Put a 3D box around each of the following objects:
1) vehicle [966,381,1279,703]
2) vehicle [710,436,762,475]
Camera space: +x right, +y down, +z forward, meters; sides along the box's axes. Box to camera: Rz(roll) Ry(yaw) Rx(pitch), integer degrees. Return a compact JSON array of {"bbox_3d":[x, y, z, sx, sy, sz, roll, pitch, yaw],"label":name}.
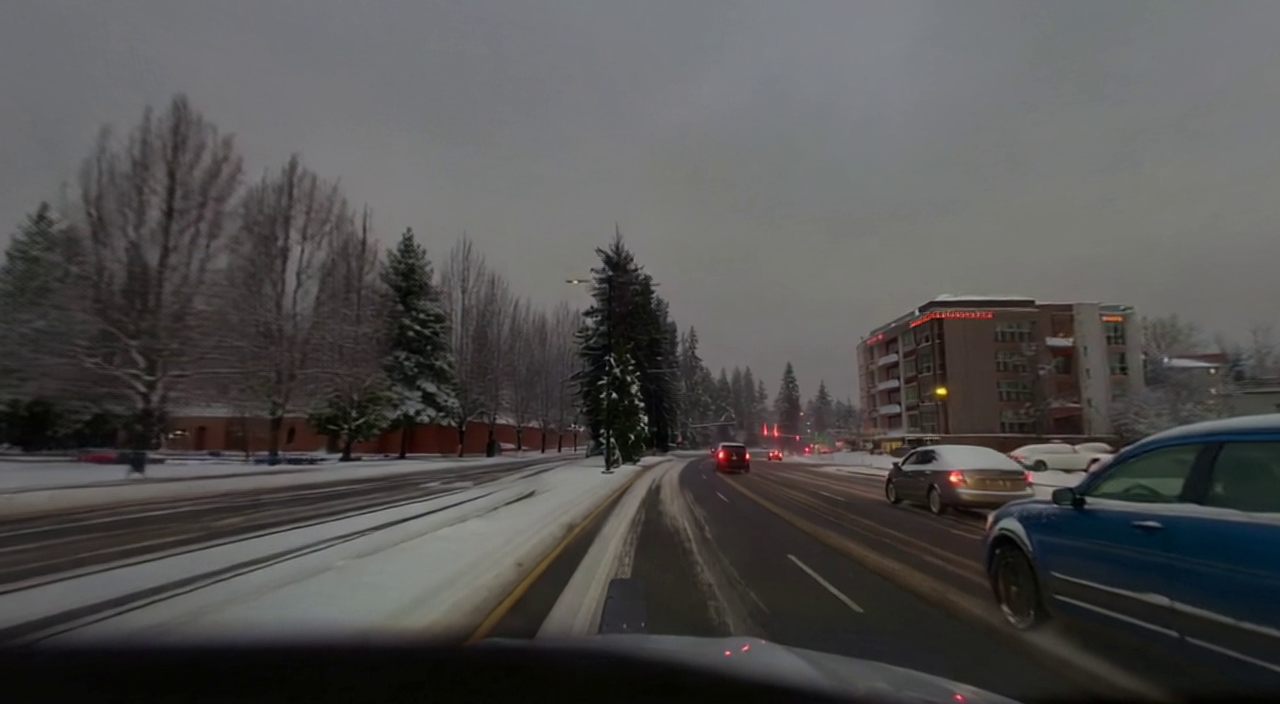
[{"bbox_3d":[3.513,0.998,2.903,1.901,1.634,3.952,0,-8,0],"label":"vehicle"},{"bbox_3d":[4.835,5.275,32.347,2.154,1.844,4.634,0,-8,3],"label":"vehicle"}]
